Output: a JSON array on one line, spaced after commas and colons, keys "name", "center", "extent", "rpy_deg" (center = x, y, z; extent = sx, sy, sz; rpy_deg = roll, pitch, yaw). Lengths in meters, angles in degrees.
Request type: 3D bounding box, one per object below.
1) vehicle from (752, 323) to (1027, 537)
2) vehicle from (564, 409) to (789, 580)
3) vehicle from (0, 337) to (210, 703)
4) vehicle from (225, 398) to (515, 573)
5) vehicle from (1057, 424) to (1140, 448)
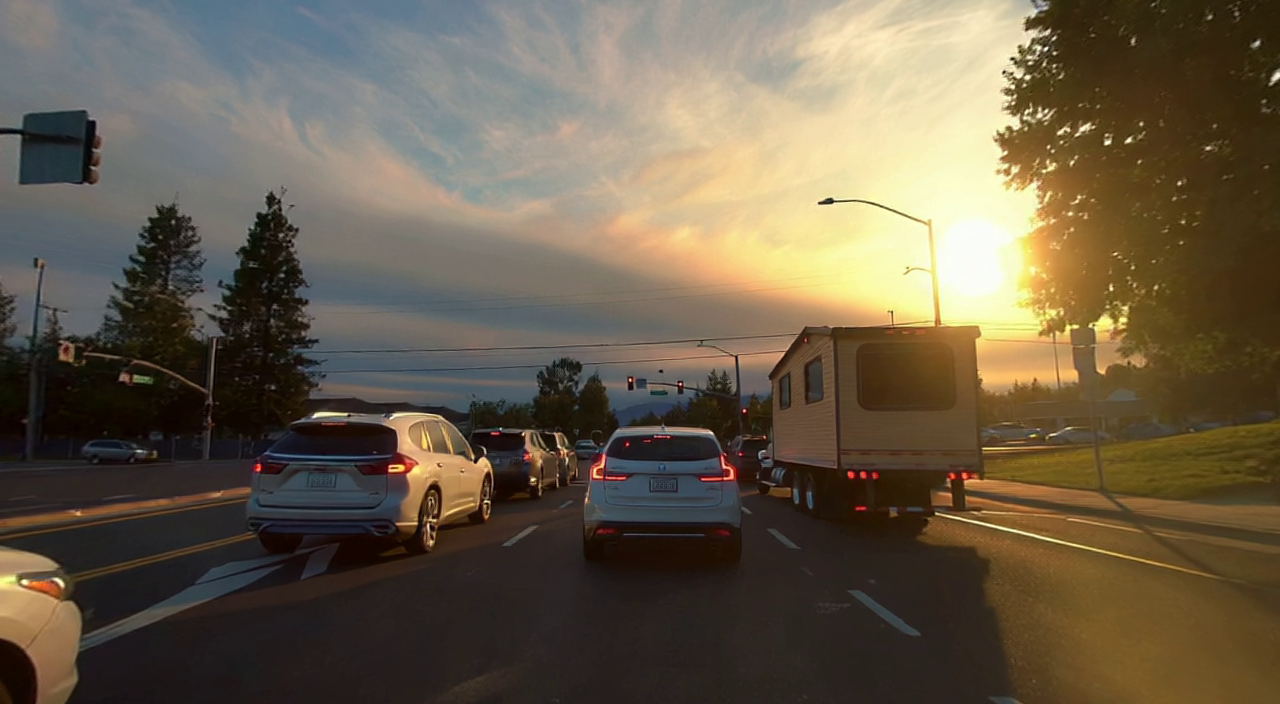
[{"name": "vehicle", "center": [3.699, 1.402, 11.014], "extent": [2.531, 2.750, 5.595], "rpy_deg": [0, -9, 1]}, {"name": "vehicle", "center": [0.369, 1.709, 8.324], "extent": [2.189, 1.649, 4.171], "rpy_deg": [0, -9, 0]}, {"name": "vehicle", "center": [-3.423, 0.678, 1.481], "extent": [1.952, 1.730, 4.116], "rpy_deg": [0, -9, -1]}, {"name": "vehicle", "center": [-3.258, 1.721, 8.859], "extent": [2.085, 1.812, 4.388], "rpy_deg": [0, -9, 0]}, {"name": "vehicle", "center": [33.178, 6.141, 45.886], "extent": [4.671, 1.595, 1.824], "rpy_deg": [-5, -10, 31]}]
